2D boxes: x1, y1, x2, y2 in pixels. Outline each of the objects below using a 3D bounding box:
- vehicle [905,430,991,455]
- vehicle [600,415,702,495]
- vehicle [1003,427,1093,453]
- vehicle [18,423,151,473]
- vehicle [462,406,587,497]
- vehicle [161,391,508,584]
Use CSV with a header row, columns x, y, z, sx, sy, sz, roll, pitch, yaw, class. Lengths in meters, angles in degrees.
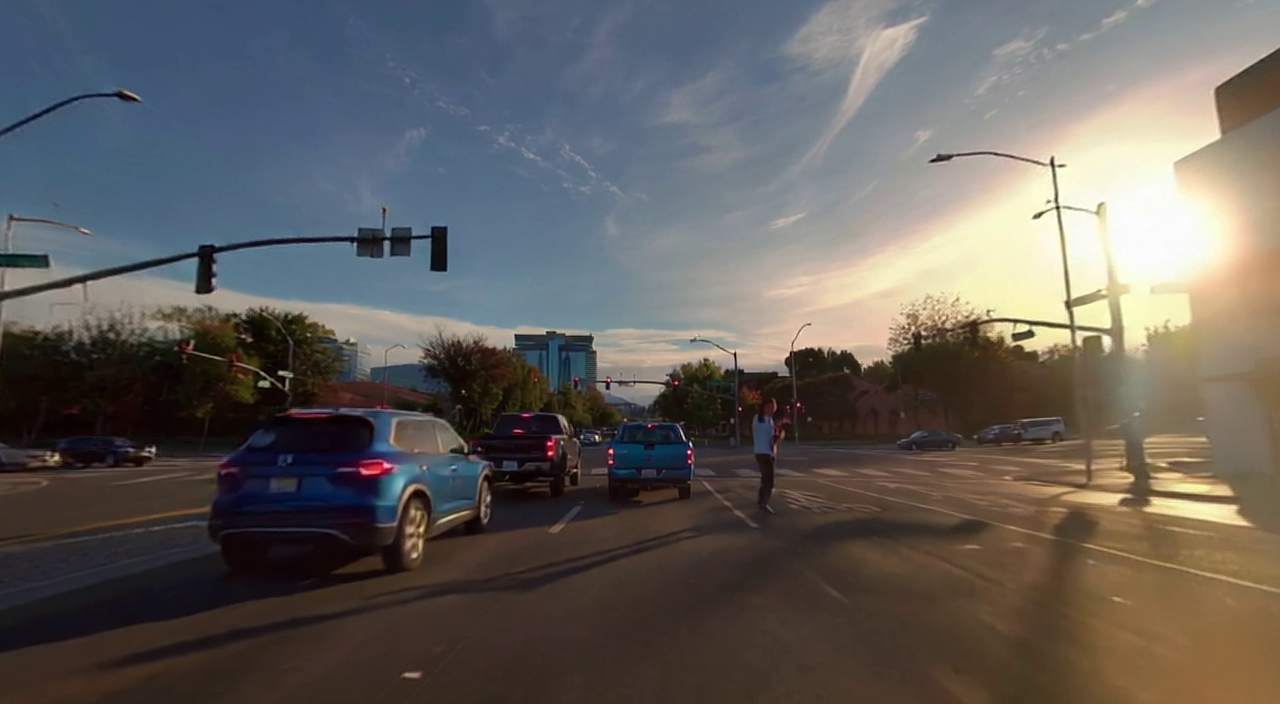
x,y,z,sx,sy,sz,roll,pitch,yaw,class
20.007,5.886,40.857,4.624,1.601,1.871,0,-8,-2,vehicle
0.207,2.595,16.118,2.204,1.738,4.690,0,-8,-1,vehicle
28.641,6.224,44.156,4.849,1.759,2.041,0,-8,-2,vehicle
-33.117,5.711,37.551,5.884,2.243,2.287,-6,-5,0,vehicle
-2.653,2.478,15.822,2.220,1.926,4.870,0,-8,0,vehicle
-3.213,1.533,7.901,2.006,1.707,4.448,0,-8,2,vehicle
